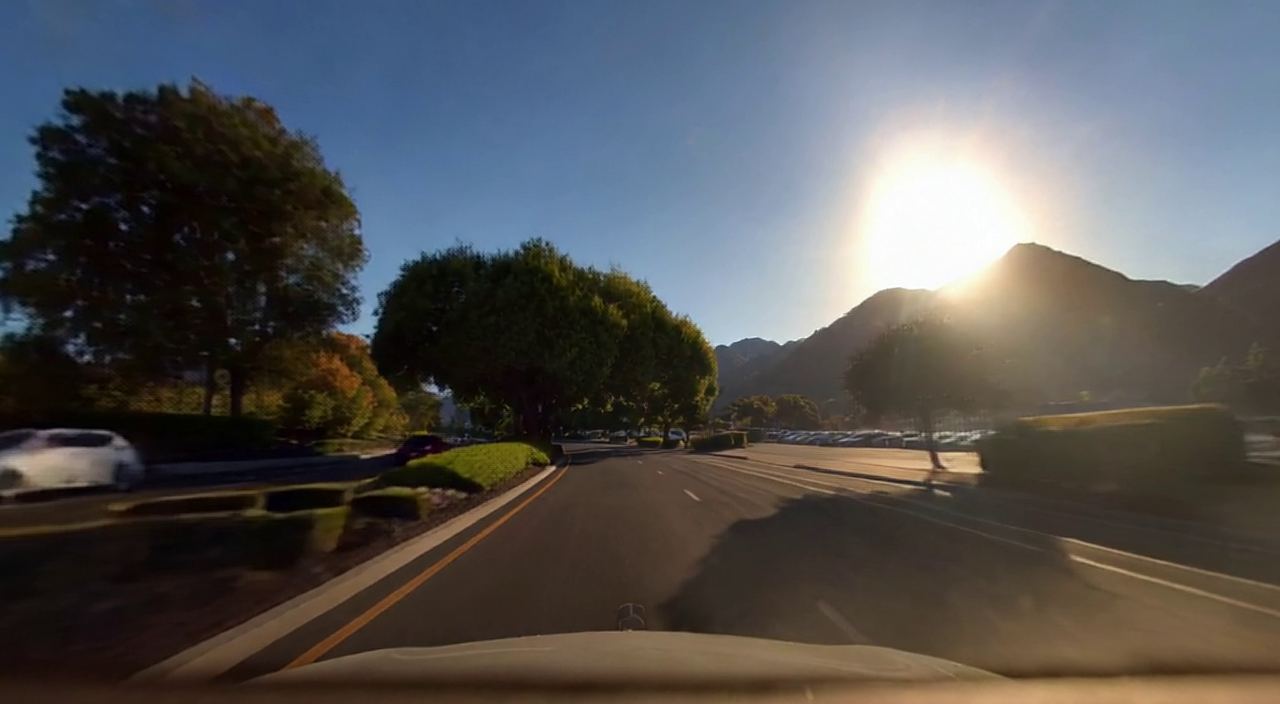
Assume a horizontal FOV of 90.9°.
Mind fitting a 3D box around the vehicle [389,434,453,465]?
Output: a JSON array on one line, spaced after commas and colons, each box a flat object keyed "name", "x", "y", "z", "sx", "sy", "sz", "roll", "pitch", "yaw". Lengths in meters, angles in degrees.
[{"name": "vehicle", "x": -11.090, "y": 4.967, "z": 32.204, "sx": 2.055, "sy": 1.471, "sz": 4.317, "roll": 1, "pitch": -8, "yaw": -5}]

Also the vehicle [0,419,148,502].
[{"name": "vehicle", "x": -13.369, "y": 2.357, "z": 13.887, "sx": 1.809, "sy": 1.592, "sz": 4.060, "roll": 0, "pitch": -8, "yaw": -1}]
